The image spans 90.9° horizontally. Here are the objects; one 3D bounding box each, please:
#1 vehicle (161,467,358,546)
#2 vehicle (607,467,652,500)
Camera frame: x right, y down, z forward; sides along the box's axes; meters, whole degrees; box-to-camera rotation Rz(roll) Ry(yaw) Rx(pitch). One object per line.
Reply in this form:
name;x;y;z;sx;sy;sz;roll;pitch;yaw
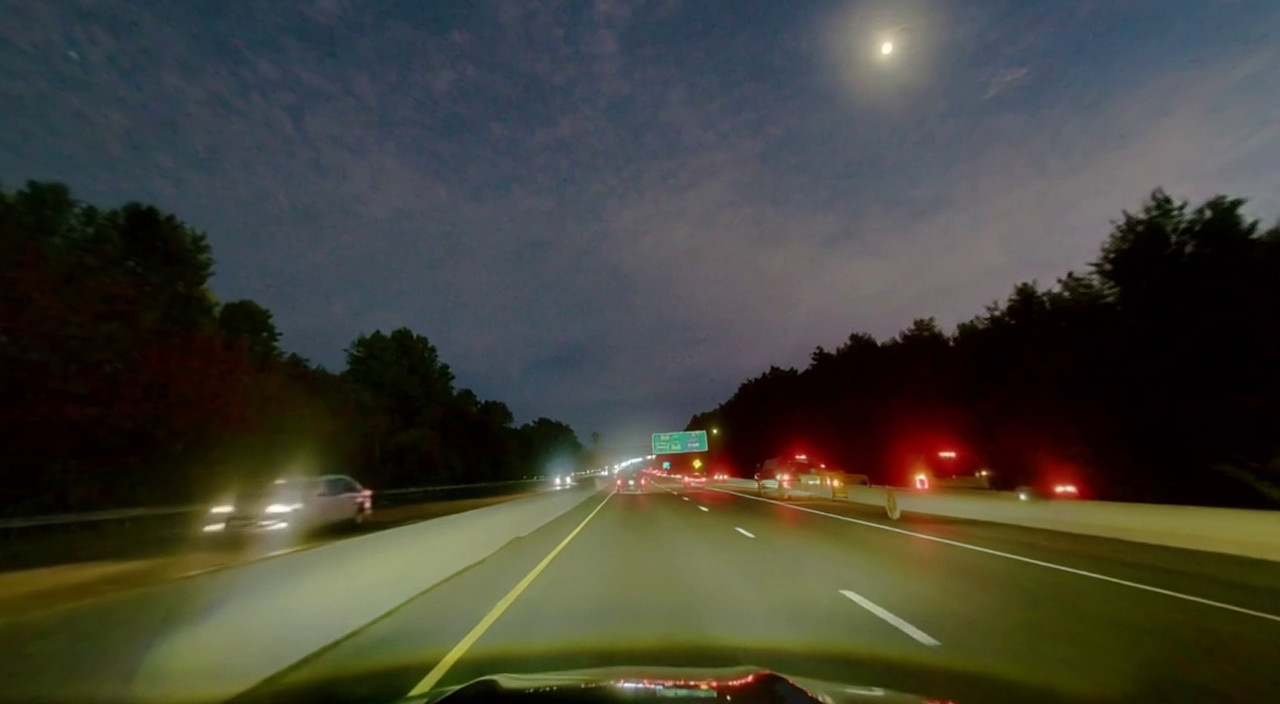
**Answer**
vehicle;-8.341;3.378;14.327;1.970;1.493;3.879;1;-10;1
vehicle;-0.495;6.460;31.092;2.060;1.473;3.726;1;-10;0
